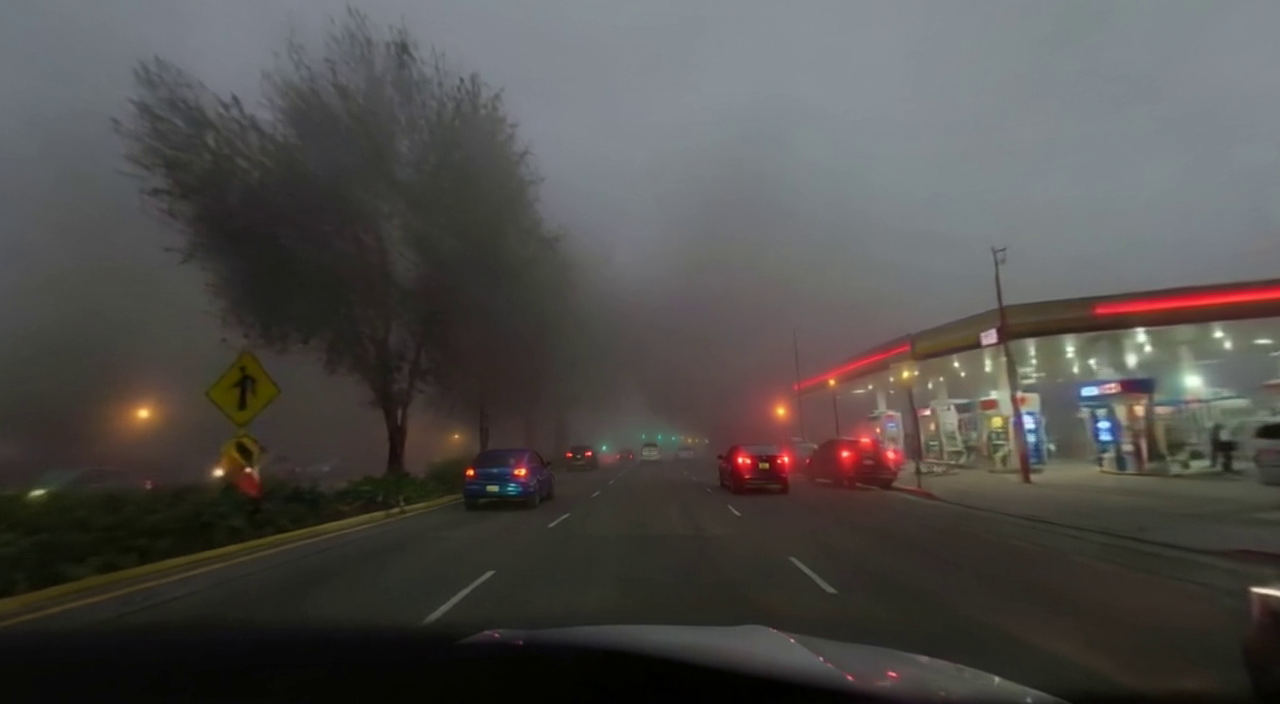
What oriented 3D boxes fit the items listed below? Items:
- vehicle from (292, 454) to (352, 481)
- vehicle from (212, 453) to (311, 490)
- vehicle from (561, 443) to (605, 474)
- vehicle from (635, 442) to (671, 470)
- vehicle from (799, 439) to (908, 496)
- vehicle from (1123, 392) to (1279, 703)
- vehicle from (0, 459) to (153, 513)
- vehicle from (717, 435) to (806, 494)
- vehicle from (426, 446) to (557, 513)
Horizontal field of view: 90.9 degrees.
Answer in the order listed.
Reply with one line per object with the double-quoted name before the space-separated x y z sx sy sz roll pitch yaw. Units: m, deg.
"vehicle" -21.832 7.912 43.422 1.821 1.645 4.211 0 -8 1
"vehicle" -18.570 5.850 31.204 1.947 1.616 4.638 0 -8 1
"vehicle" -3.188 6.029 35.966 1.988 1.645 3.995 0 -8 2
"vehicle" 0.815 6.660 40.555 2.192 1.674 4.124 0 -8 1
"vehicle" 7.171 3.937 21.857 2.417 1.736 5.043 -1 -9 5
"vehicle" 3.179 0.654 0.559 1.919 1.502 4.572 0 -8 1
"vehicle" -19.158 4.379 21.061 1.890 1.472 4.769 0 -8 1
"vehicle" 3.830 3.631 20.805 1.980 1.709 4.813 0 -8 0
"vehicle" -3.361 2.973 15.251 2.013 1.354 4.393 0 -8 1
